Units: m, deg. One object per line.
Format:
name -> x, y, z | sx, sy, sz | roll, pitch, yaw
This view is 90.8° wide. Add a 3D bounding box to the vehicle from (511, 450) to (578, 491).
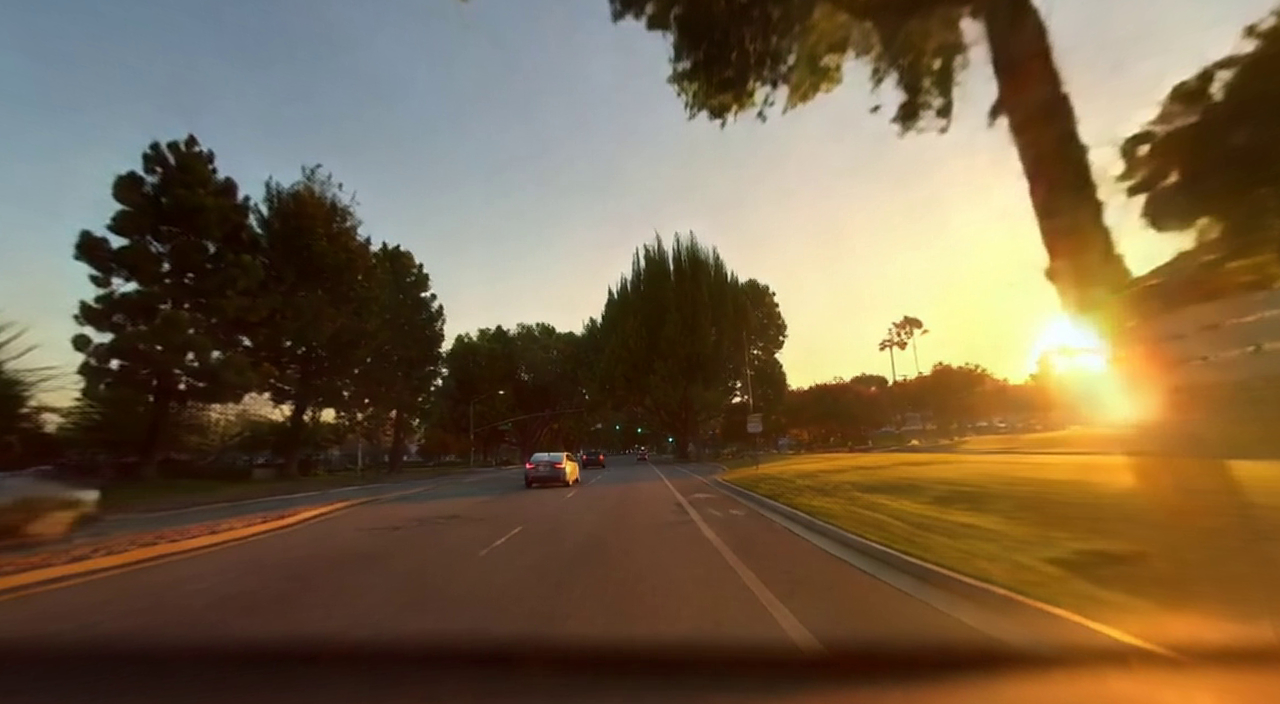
vehicle -> -3.639, 4.589, 24.731 | 1.932, 1.431, 4.144 | 0, -9, 1
